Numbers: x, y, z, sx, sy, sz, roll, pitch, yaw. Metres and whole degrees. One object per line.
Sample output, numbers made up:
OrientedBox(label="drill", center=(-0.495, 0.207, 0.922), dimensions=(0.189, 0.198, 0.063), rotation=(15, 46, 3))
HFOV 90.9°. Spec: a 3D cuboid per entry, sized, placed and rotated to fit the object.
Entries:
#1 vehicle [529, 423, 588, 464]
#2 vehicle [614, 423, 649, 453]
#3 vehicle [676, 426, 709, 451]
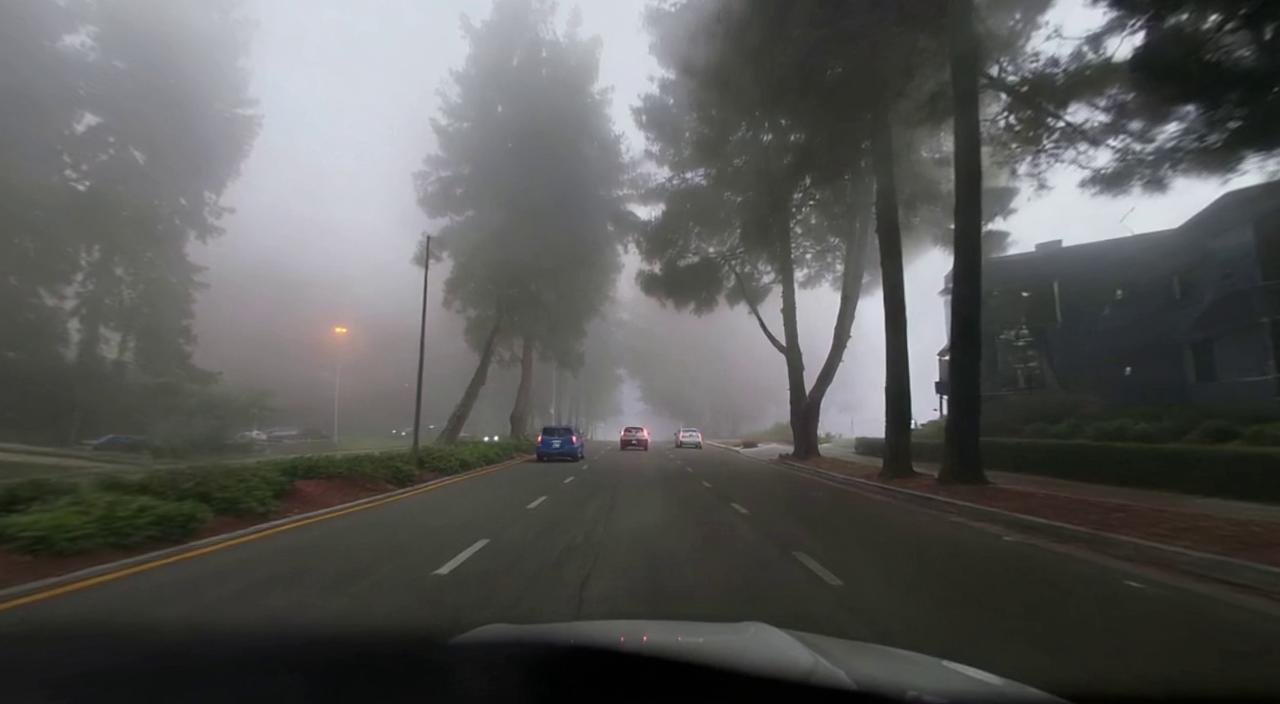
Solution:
OrientedBox(label="vehicle", center=(-3.563, 4.138, 28.483), dimensions=(2.047, 1.710, 4.314), rotation=(0, -8, 0))
OrientedBox(label="vehicle", center=(-0.494, 5.240, 38.144), dimensions=(2.022, 1.700, 4.084), rotation=(0, -8, -1))
OrientedBox(label="vehicle", center=(3.516, 5.902, 42.835), dimensions=(1.847, 1.554, 4.052), rotation=(0, -8, -2))
